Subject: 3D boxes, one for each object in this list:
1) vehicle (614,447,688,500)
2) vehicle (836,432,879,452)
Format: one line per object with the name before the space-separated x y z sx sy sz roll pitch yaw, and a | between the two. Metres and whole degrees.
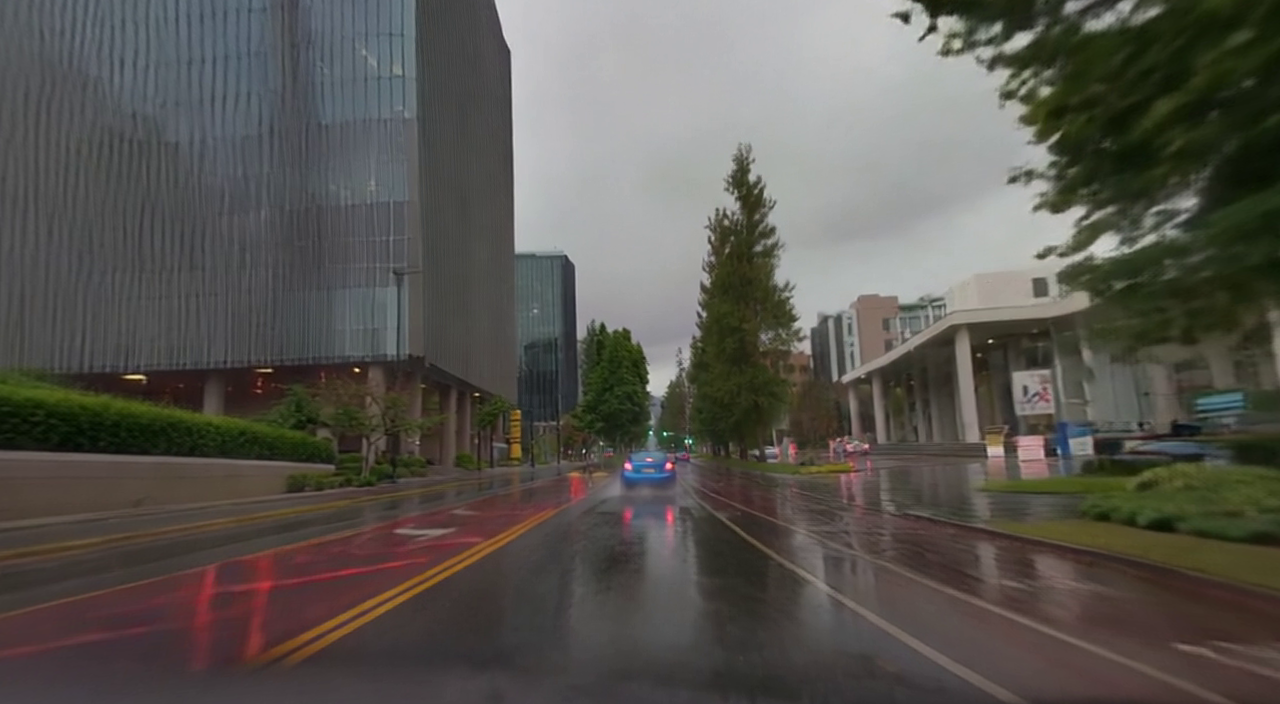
vehicle | 0.298 3.728 19.759 2.063 1.442 4.135 0 -9 0
vehicle | 16.202 6.767 47.146 1.979 1.460 3.848 -1 -9 2
